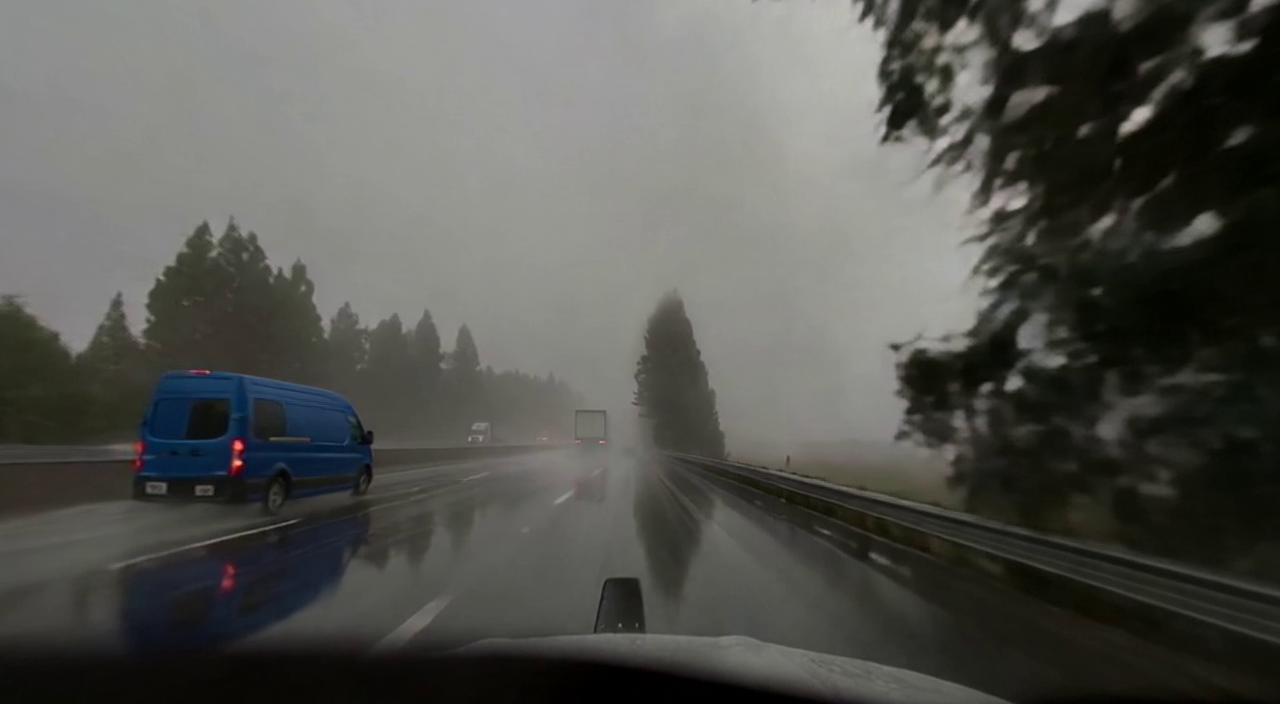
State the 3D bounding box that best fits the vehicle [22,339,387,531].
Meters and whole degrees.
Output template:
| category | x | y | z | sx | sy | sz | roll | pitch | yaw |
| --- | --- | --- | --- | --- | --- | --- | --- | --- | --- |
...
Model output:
| category | x | y | z | sx | sy | sz | roll | pitch | yaw |
| --- | --- | --- | --- | --- | --- | --- | --- | --- | --- |
| vehicle | -7.658 | 1.652 | 12.616 | 2.396 | 2.763 | 6.935 | 0 | -8 | -1 |
